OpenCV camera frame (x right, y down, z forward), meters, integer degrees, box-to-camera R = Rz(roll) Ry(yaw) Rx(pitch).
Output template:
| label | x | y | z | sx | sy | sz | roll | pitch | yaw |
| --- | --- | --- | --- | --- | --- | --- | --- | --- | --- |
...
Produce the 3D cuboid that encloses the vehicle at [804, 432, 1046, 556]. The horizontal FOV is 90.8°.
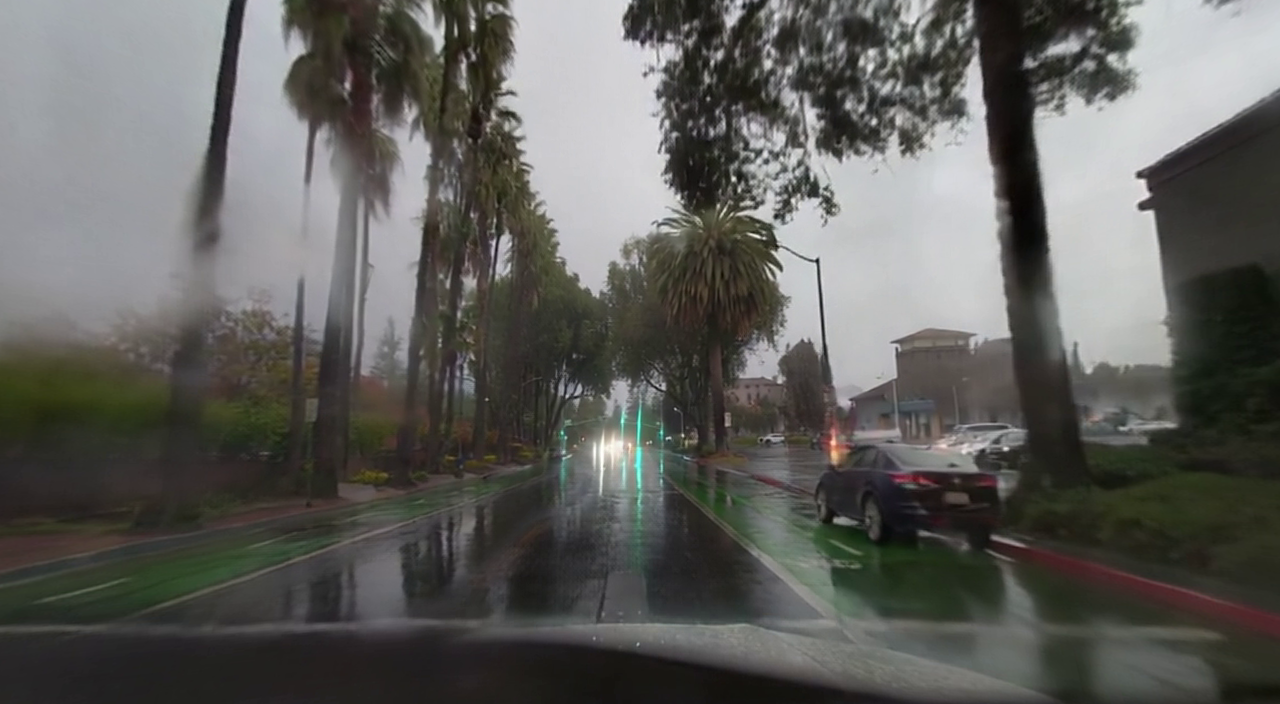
| label | x | y | z | sx | sy | sz | roll | pitch | yaw |
| --- | --- | --- | --- | --- | --- | --- | --- | --- | --- |
| vehicle | 4.449 | 2.276 | 10.846 | 1.997 | 1.640 | 4.494 | 0 | -9 | -1 |
